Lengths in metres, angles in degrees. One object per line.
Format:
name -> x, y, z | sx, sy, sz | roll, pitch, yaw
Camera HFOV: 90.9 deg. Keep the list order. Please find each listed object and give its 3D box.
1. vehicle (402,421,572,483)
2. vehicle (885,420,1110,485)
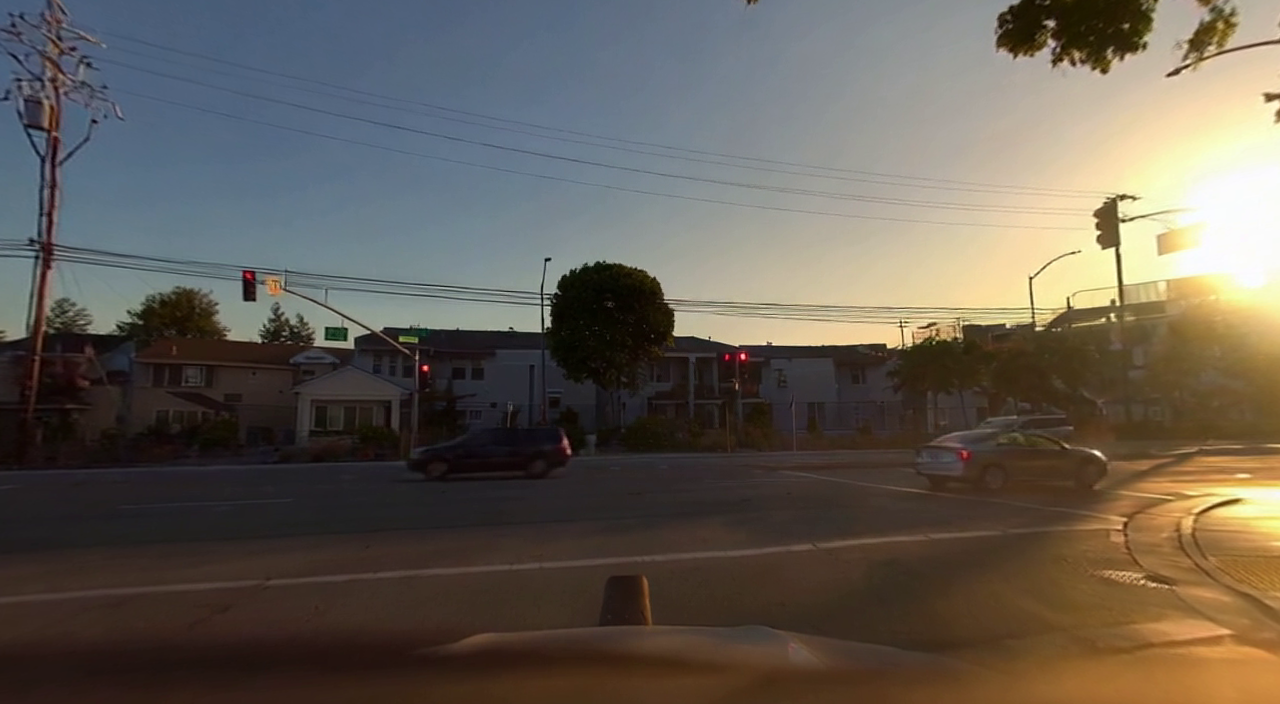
vehicle -> -4.788, 3.138, 19.967 | 4.966, 1.806, 2.007 | 2, -9, -16
vehicle -> 8.746, 2.455, 15.566 | 4.757, 1.442, 1.858 | 2, -9, -14
